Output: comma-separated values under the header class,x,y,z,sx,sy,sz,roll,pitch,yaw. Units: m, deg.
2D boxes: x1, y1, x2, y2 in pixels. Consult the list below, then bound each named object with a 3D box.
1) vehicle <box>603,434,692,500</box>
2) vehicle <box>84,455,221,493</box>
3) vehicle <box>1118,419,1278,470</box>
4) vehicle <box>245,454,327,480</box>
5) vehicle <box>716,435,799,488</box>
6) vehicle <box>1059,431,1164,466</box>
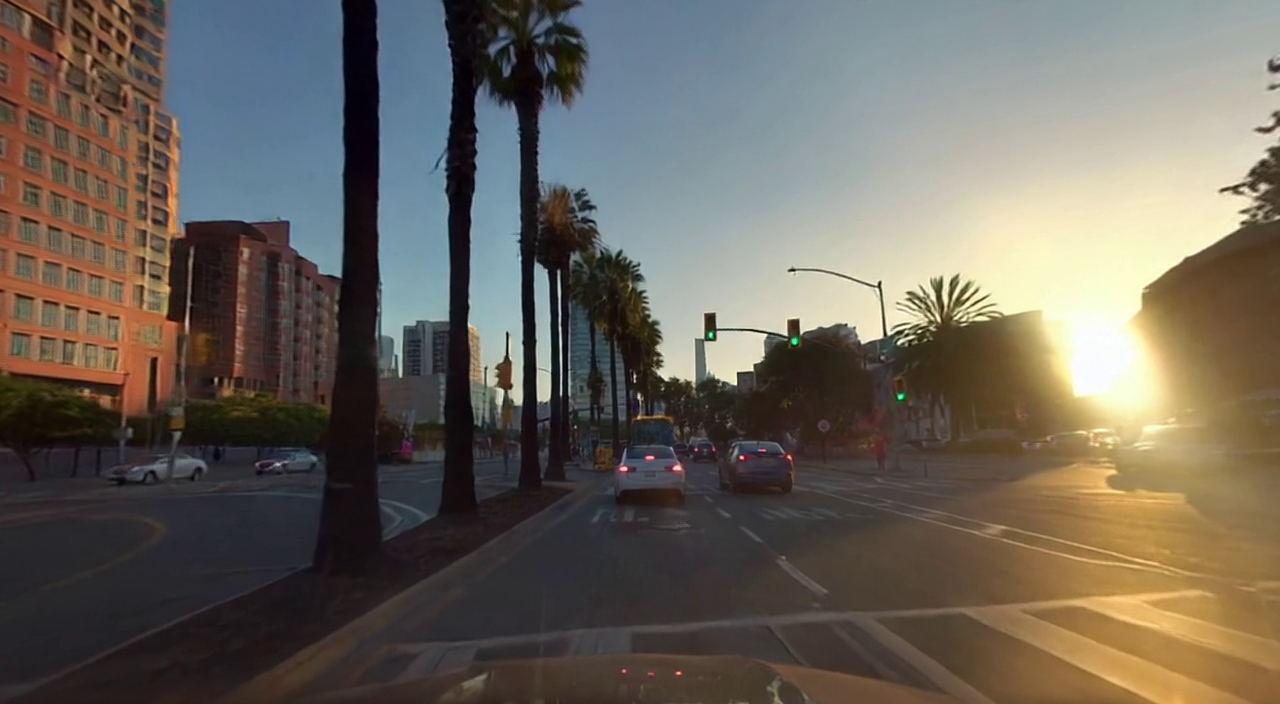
class,x,y,z,sx,sy,sz,roll,pitch,yaw
vehicle,0.208,2.940,16.503,2.048,1.503,3.681,-1,-9,1
vehicle,-21.607,5.376,28.275,1.844,1.478,4.618,-2,-9,13
vehicle,20.425,3.446,23.469,1.959,1.674,4.706,-1,-9,6
vehicle,-22.127,7.190,39.760,1.809,1.472,4.601,-2,-9,13
vehicle,3.583,3.399,19.904,1.909,1.500,3.524,0,-9,0
vehicle,21.506,4.437,29.102,1.852,1.455,4.673,-2,-9,9
